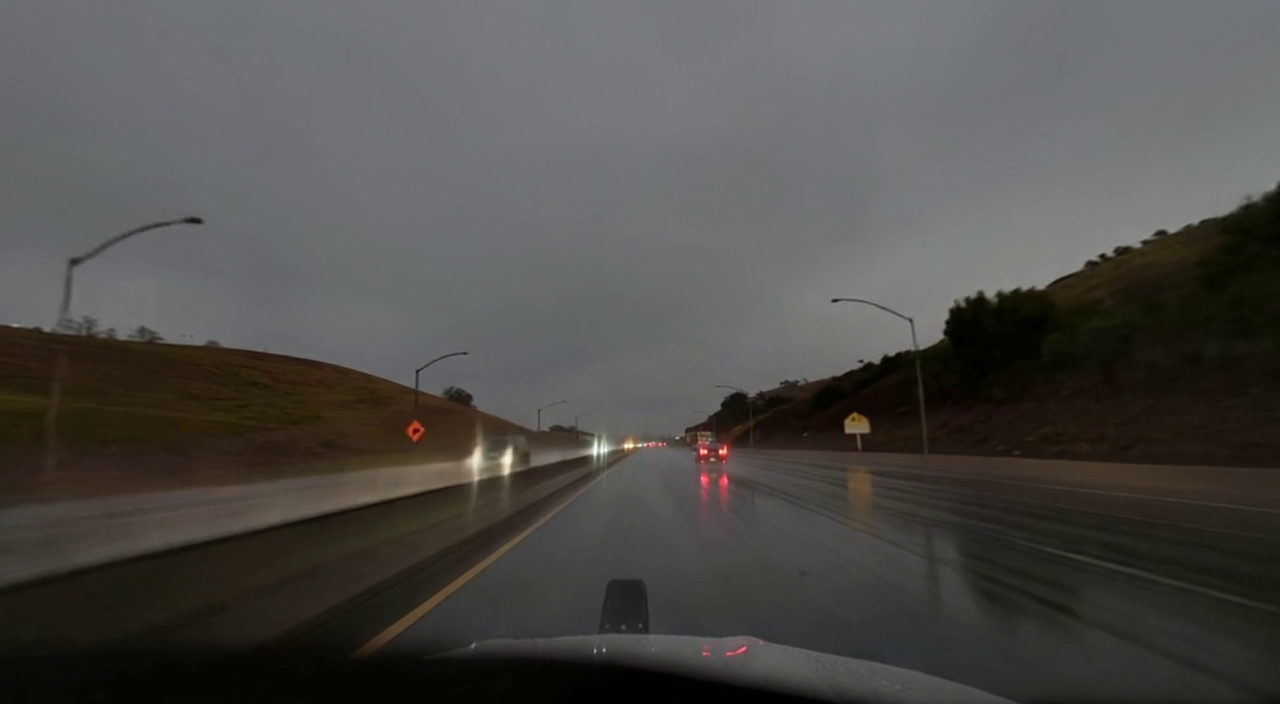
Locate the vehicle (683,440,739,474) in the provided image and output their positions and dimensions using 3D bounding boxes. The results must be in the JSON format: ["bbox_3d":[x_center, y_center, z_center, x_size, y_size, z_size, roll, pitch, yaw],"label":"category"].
[{"bbox_3d":[3.150,4.759,28.882,2.044,1.444,4.216,0,-8,0],"label":"vehicle"}]

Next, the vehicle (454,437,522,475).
[{"bbox_3d":[-8.338,5.738,35.192,2.258,1.943,5.731,0,-8,1],"label":"vehicle"}]
